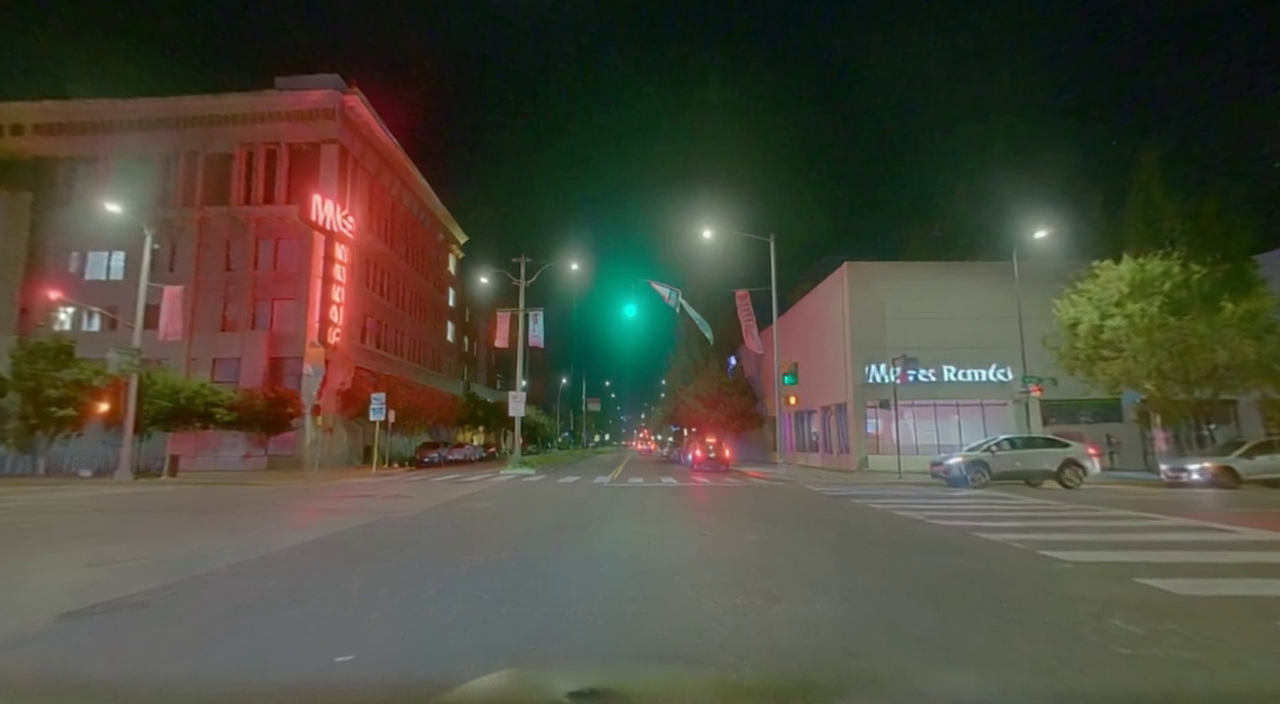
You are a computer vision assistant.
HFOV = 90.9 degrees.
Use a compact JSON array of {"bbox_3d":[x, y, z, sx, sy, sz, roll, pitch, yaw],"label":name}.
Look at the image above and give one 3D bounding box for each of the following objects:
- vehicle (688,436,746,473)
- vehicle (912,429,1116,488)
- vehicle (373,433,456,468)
[{"bbox_3d":[3.426,4.636,28.926,2.120,1.560,4.402,0,-7,0],"label":"vehicle"},{"bbox_3d":[10.201,2.907,17.476,4.330,1.517,2.045,0,-7,0],"label":"vehicle"},{"bbox_3d":[-12.454,5.388,34.756,4.447,1.790,2.206,-6,-9,38],"label":"vehicle"}]
